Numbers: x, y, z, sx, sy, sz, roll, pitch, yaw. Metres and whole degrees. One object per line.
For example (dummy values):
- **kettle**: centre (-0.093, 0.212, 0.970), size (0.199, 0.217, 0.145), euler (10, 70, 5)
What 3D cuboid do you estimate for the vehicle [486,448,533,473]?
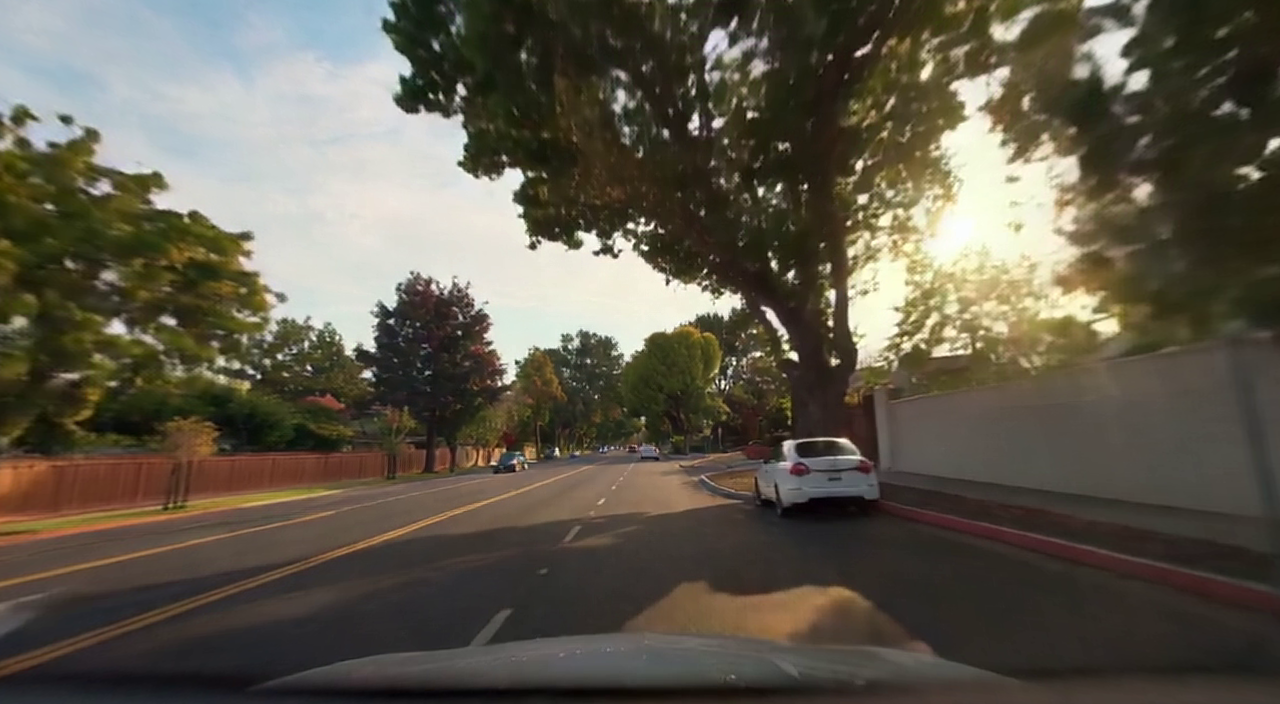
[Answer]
- **vehicle**: centre (-8.478, 7.083, 41.267), size (2.001, 1.508, 4.581), euler (-1, -9, 1)

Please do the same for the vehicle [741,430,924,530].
- **vehicle**: centre (3.333, 2.329, 12.083), size (2.011, 1.507, 4.769), euler (0, -9, 0)
